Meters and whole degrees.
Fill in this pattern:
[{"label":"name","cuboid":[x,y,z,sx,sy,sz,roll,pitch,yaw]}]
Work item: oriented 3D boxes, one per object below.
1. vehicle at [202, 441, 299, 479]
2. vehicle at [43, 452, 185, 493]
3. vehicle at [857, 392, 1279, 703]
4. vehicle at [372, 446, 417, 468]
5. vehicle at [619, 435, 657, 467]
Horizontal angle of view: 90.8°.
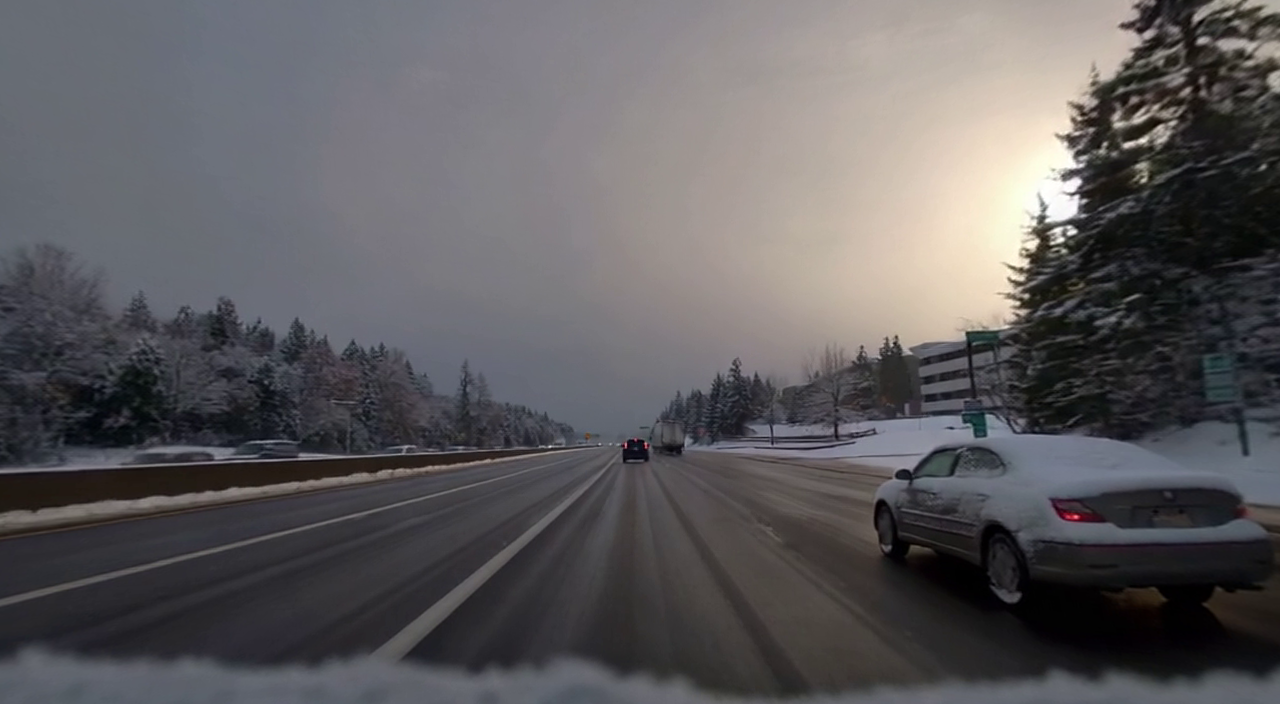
[{"label":"vehicle","cuboid":[-18.136,5.031,29.664,1.863,1.613,4.092,0,-8,0]},{"label":"vehicle","cuboid":[-21.998,5.029,26.723,1.986,1.484,4.683,0,-9,0]},{"label":"vehicle","cuboid":[3.655,1.324,5.437,1.950,1.596,4.326,0,-8,-1]},{"label":"vehicle","cuboid":[-18.103,7.736,46.691,1.796,1.505,3.726,0,-8,0]},{"label":"vehicle","cuboid":[-0.166,6.305,40.359,2.297,1.912,4.355,0,-8,-1]}]
